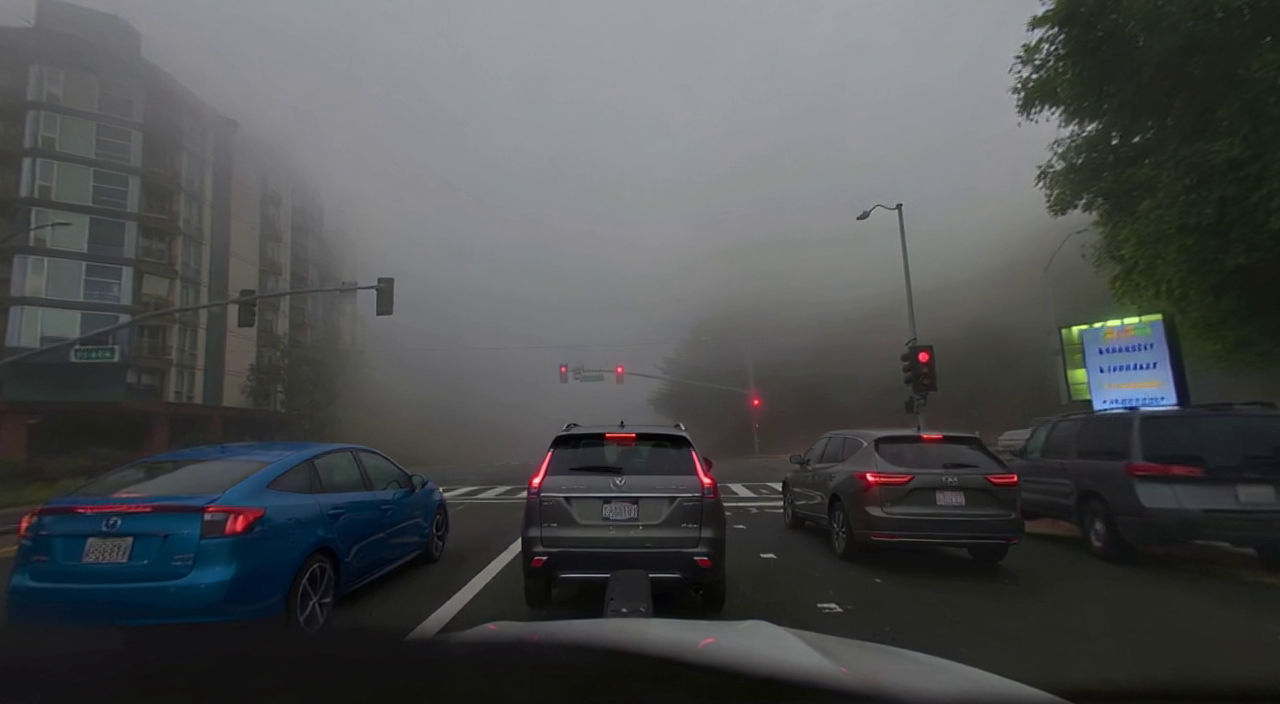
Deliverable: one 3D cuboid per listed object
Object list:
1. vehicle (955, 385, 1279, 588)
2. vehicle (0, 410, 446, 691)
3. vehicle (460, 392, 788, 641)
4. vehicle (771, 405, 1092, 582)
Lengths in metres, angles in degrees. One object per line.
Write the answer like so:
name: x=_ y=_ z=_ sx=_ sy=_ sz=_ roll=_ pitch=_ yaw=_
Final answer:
vehicle: x=6.041 y=1.544 z=8.031 sx=2.081 sy=1.790 sz=4.839 roll=-1 pitch=-9 yaw=8
vehicle: x=-3.544 y=1.425 z=5.820 sx=1.906 sy=1.524 sz=4.547 roll=0 pitch=-8 yaw=2
vehicle: x=-0.121 y=1.421 z=6.446 sx=2.195 sy=1.662 sz=4.262 roll=0 pitch=-8 yaw=0
vehicle: x=3.216 y=1.664 z=8.256 sx=2.004 sy=1.646 sz=4.554 roll=0 pitch=-8 yaw=0
